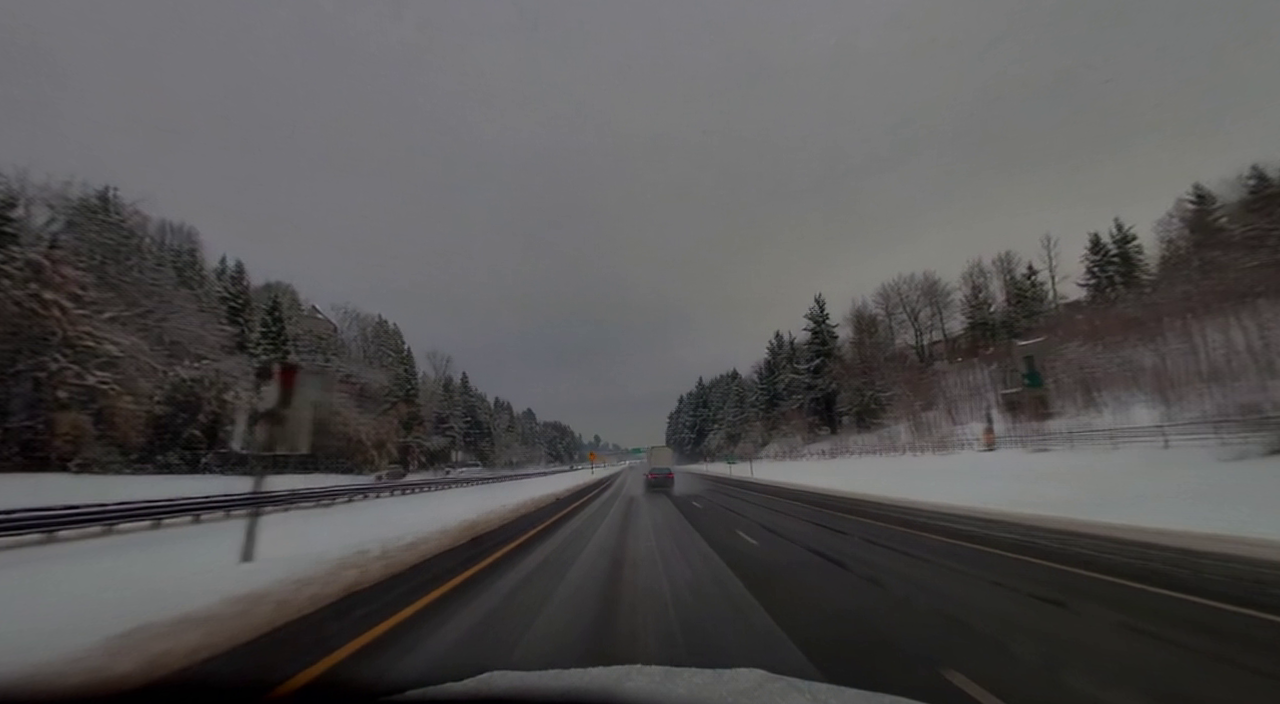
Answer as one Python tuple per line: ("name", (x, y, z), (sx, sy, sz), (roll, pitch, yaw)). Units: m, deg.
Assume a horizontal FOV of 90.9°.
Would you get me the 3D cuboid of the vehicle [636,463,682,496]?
("vehicle", (0.858, 6.163, 30.589), (1.976, 1.467, 3.783), (1, -11, -2))
